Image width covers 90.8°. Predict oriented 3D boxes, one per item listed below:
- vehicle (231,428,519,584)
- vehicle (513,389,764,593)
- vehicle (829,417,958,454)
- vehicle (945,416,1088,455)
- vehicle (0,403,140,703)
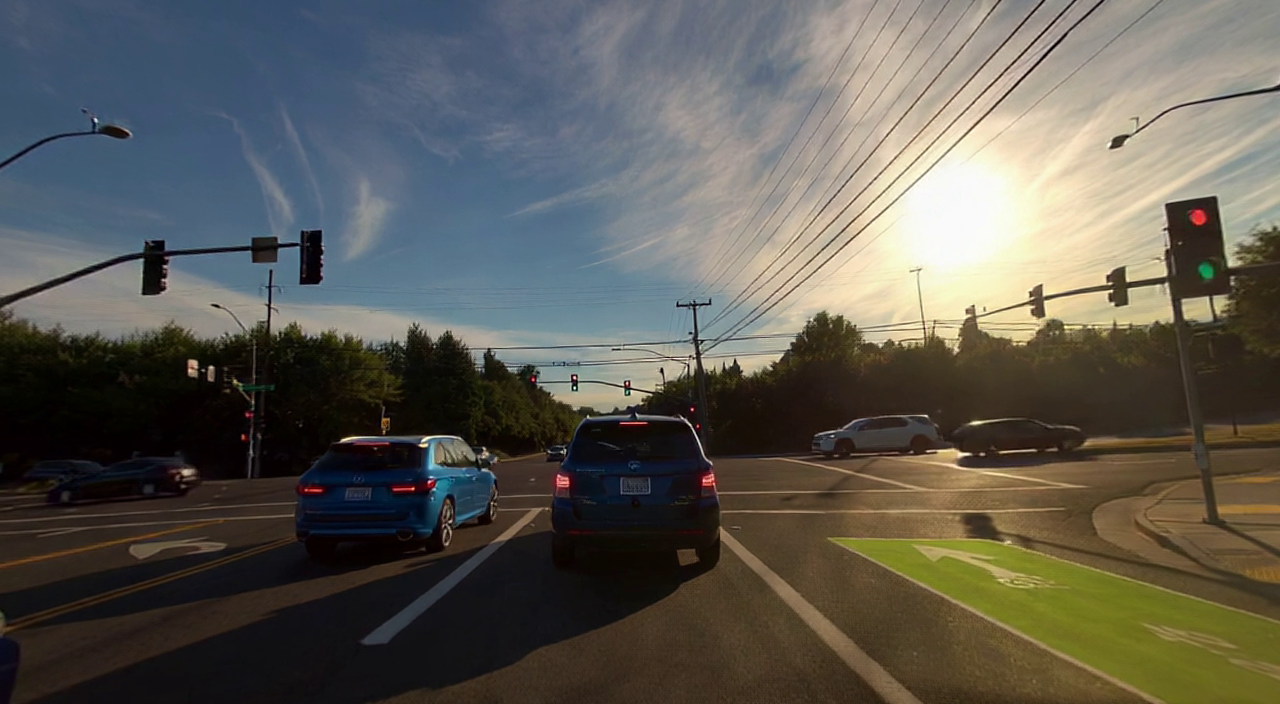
[{"bbox_3d":[-2.926,1.762,8.004,1.969,1.486,3.702,0,-8,1],"label":"vehicle"},{"bbox_3d":[-0.049,1.510,7.618,2.182,1.773,4.041,0,-8,-1],"label":"vehicle"},{"bbox_3d":[13.844,4.609,34.842,6.143,1.944,2.229,-1,-8,5],"label":"vehicle"},{"bbox_3d":[16.693,3.750,28.250,4.977,1.648,2.088,-1,-8,5],"label":"vehicle"},{"bbox_3d":[-3.348,0.662,0.446,1.928,1.488,4.936,0,-8,0],"label":"vehicle"}]
